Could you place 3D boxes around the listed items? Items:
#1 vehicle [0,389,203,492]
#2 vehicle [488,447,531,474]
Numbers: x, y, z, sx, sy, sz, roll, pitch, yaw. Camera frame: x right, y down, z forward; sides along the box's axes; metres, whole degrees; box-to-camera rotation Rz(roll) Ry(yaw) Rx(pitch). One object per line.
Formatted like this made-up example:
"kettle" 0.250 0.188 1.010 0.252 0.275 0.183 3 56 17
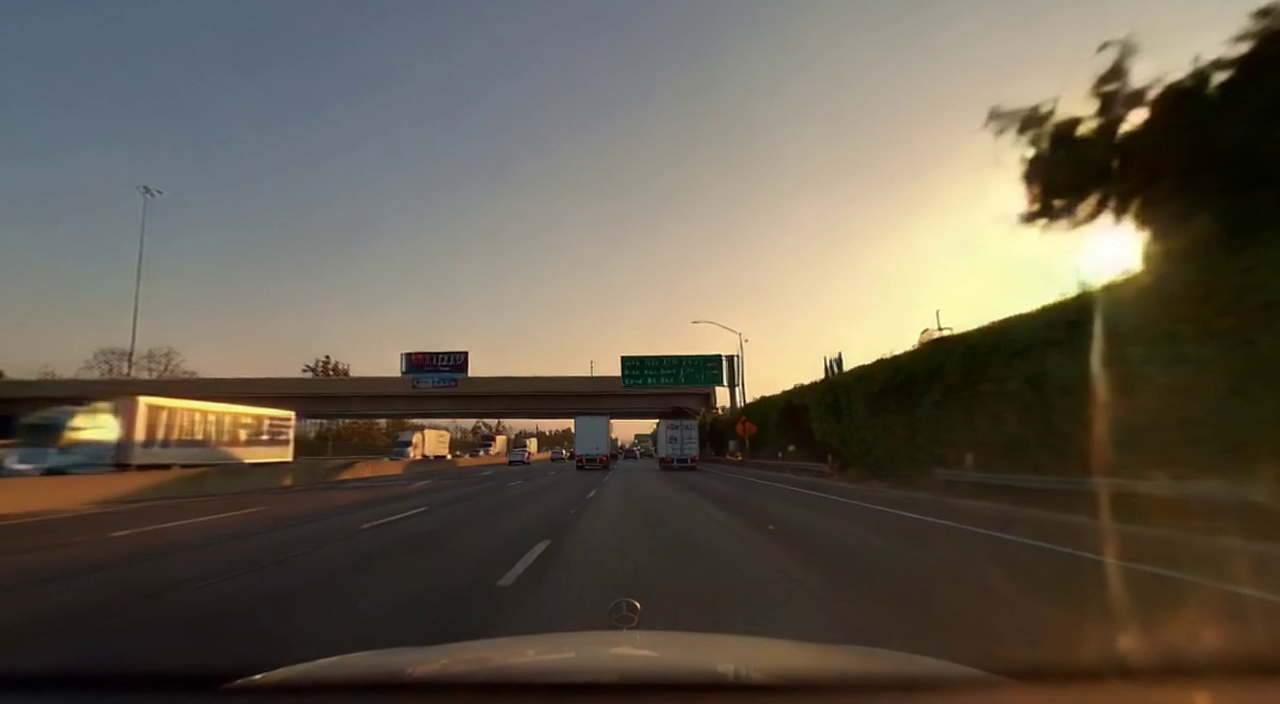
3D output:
"vehicle" -23.349 3.865 27.463 3.008 3.765 8.086 0 -9 -1
"vehicle" -8.665 7.236 42.345 2.132 1.679 4.045 0 -9 -2
